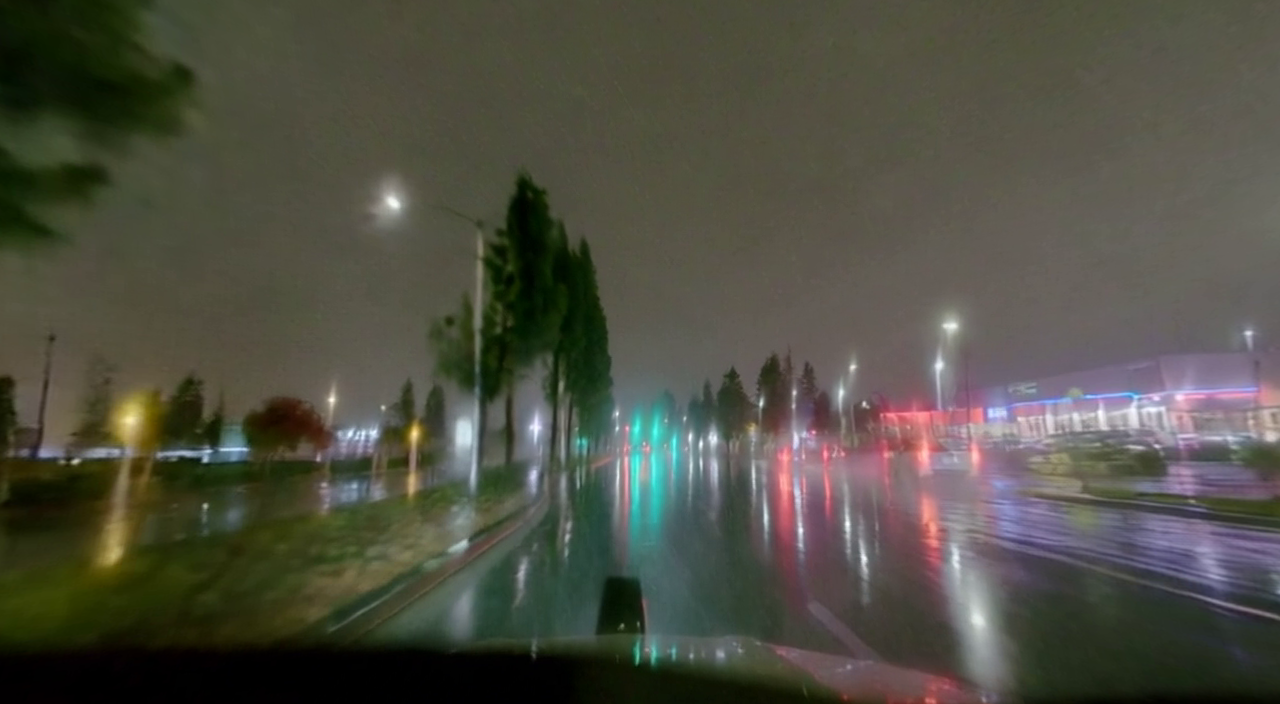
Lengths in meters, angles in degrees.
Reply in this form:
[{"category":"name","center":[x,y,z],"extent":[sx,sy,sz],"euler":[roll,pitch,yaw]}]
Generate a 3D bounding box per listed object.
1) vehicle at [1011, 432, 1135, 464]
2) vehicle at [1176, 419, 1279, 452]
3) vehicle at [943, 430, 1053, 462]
[{"category":"vehicle","center":[20.640,4.586,30.264],"extent":[4.396,1.450,1.956],"euler":[-1,-8,4]},{"category":"vehicle","center":[33.296,4.686,35.329],"extent":[4.514,1.776,2.137],"euler":[-1,-8,1]},{"category":"vehicle","center":[19.843,5.250,35.189],"extent":[4.758,1.677,2.154],"euler":[-1,-8,1]}]
